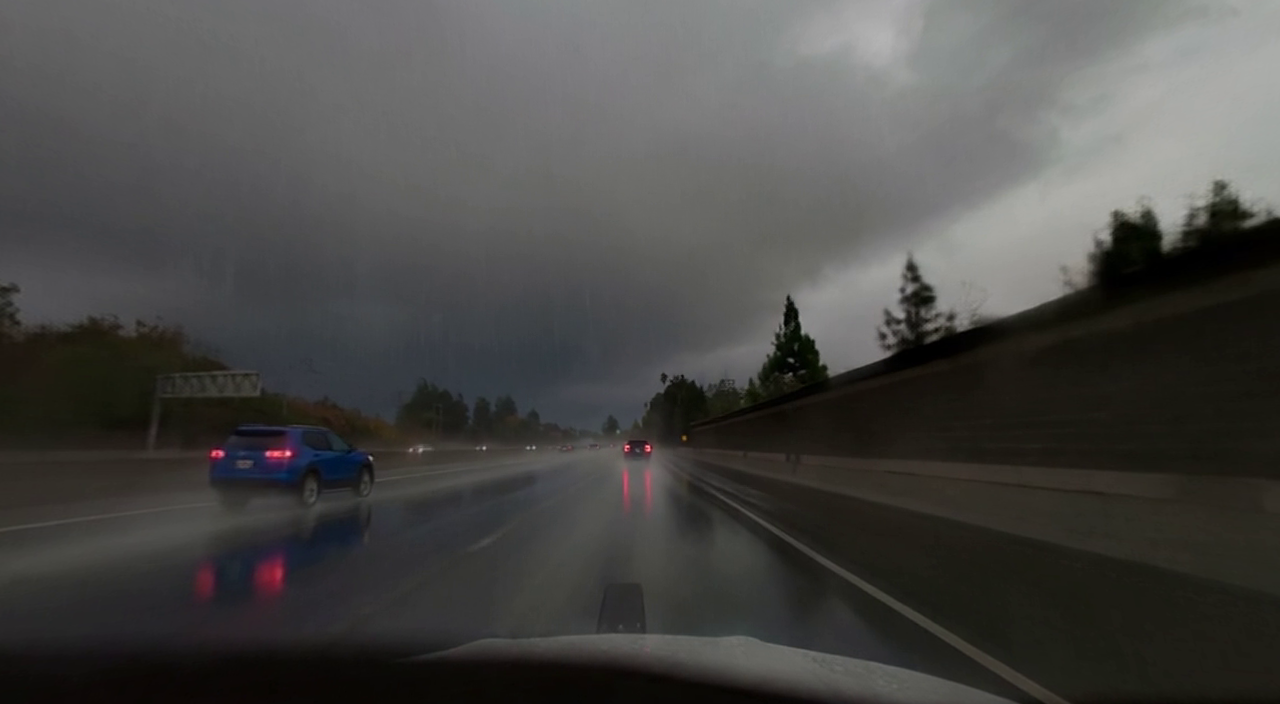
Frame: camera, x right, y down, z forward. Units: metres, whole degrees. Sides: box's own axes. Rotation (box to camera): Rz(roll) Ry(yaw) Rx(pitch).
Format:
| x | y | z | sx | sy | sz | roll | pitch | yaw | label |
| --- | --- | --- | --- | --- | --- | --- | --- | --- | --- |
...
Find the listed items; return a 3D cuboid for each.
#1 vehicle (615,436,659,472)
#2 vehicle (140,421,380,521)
| x | y | z | sx | sy | sz | roll | pitch | yaw | label |
| --- | --- | --- | --- | --- | --- | --- | --- | --- | --- |
| -0.114 | 5.253 | 32.629 | 2.141 | 1.706 | 4.065 | 0 | -9 | 1 | vehicle |
| -7.536 | 2.393 | 13.194 | 2.166 | 1.705 | 4.433 | 0 | -9 | 1 | vehicle |
